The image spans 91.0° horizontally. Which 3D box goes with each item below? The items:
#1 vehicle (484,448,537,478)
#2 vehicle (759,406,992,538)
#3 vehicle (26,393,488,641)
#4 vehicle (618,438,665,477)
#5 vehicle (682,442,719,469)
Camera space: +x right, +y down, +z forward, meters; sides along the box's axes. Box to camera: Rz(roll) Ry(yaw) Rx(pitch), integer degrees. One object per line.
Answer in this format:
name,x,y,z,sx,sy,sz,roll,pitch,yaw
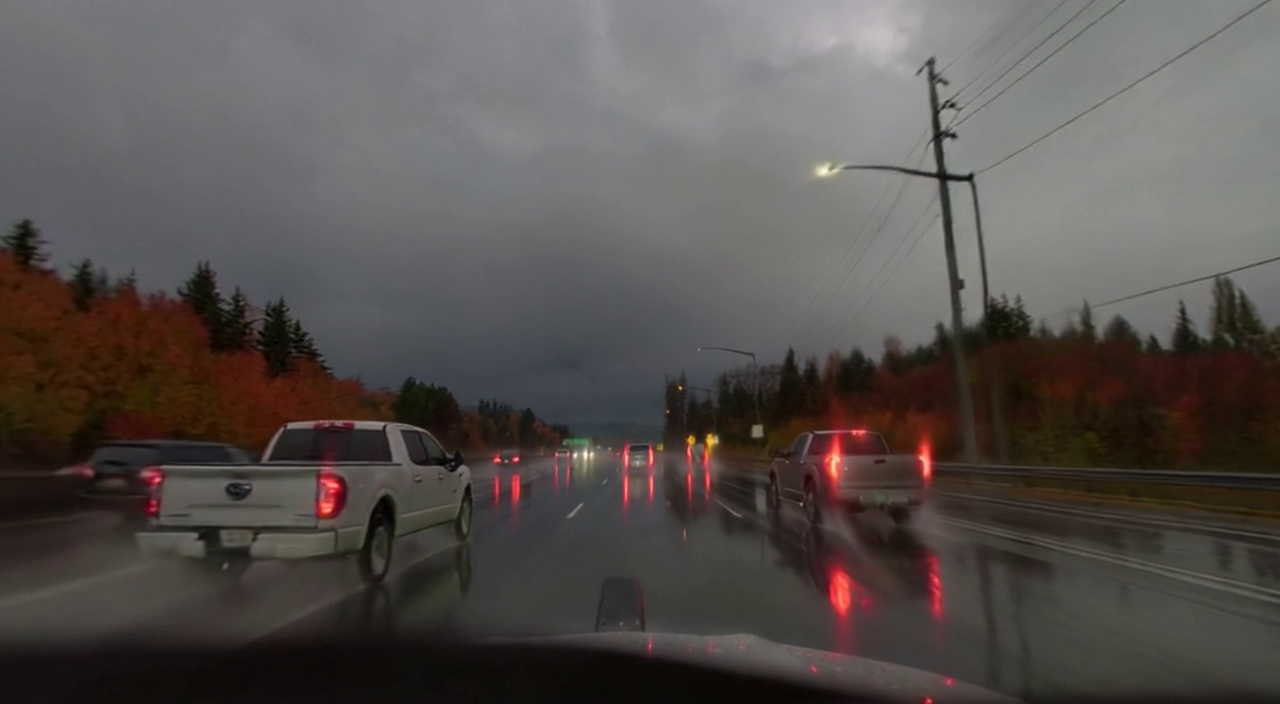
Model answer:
vehicle,-7.216,6.239,35.624,2.014,1.526,4.577,0,-9,0
vehicle,4.149,2.291,12.580,2.388,1.998,5.749,0,-9,0
vehicle,-3.316,1.544,6.864,2.154,1.783,4.476,0,-9,0
vehicle,0.102,5.748,34.451,2.372,1.957,5.121,0,-9,0
vehicle,4.736,8.186,49.918,2.380,1.976,5.614,0,-9,0
